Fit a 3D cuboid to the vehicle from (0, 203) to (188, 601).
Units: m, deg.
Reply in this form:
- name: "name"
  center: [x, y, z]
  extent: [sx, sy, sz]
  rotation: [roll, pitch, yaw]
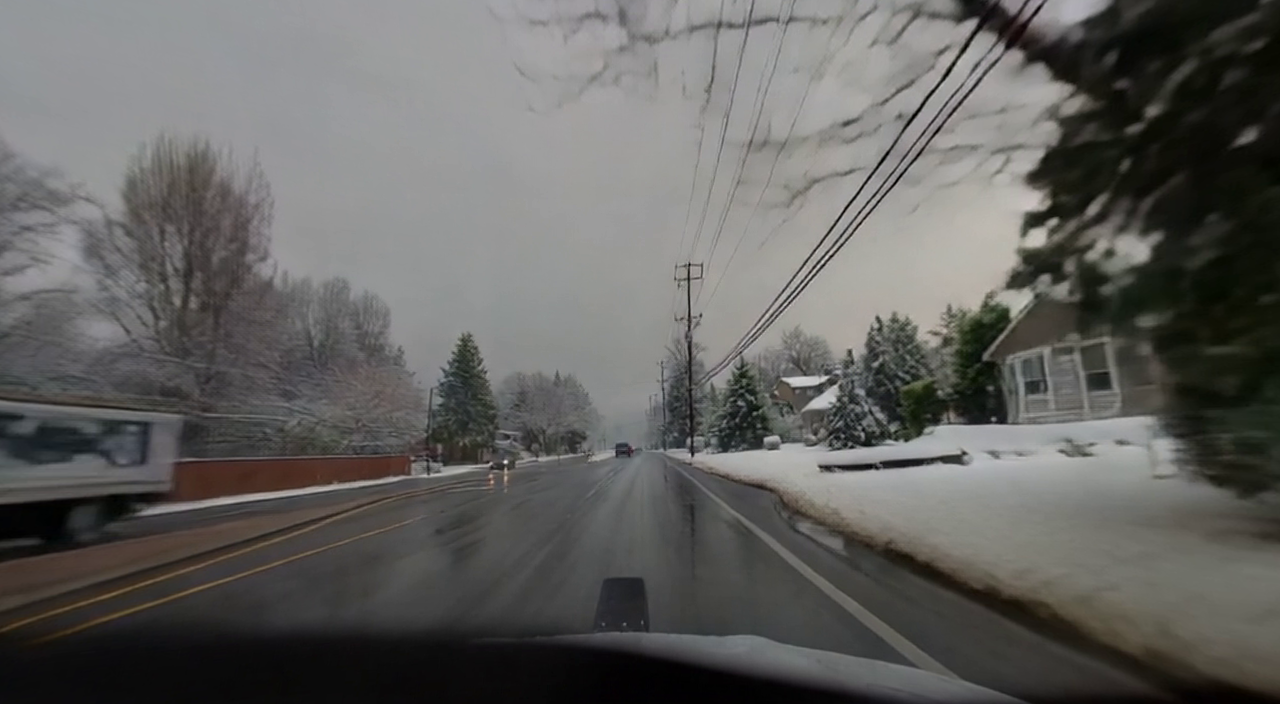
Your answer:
- name: "vehicle"
  center: [-7.031, 0.567, 6.327]
  extent: [2.365, 3.642, 3.374]
  rotation: [-4, -8, 2]
